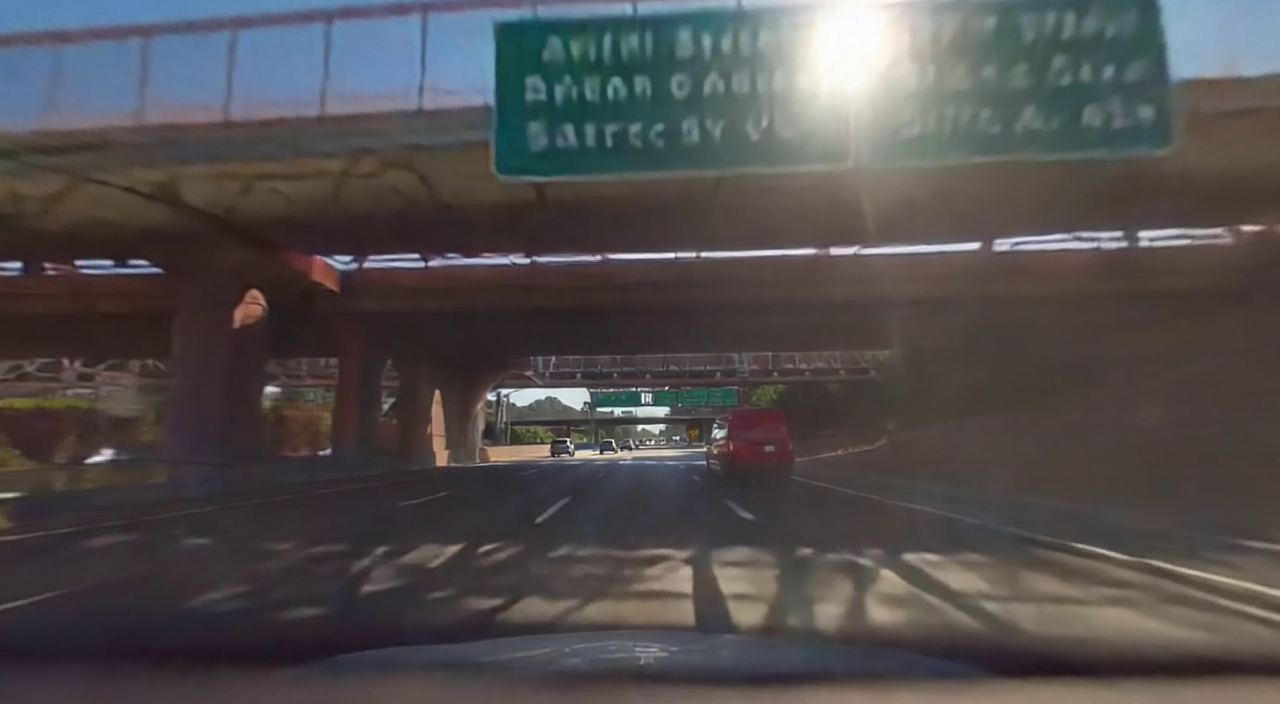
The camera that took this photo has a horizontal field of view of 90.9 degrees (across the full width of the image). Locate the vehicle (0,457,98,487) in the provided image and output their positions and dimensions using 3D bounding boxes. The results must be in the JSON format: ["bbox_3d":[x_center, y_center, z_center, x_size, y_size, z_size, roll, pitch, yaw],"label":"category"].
[{"bbox_3d":[-34.034,6.802,36.065,1.875,1.493,4.752,0,-8,0],"label":"vehicle"}]

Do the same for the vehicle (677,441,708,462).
[{"bbox_3d":[3.900,7.424,47.207,1.883,1.456,4.044,0,-8,-1],"label":"vehicle"}]

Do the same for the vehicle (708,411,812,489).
[{"bbox_3d":[3.784,3.247,21.087,2.347,2.234,5.352,0,-8,-1],"label":"vehicle"}]
